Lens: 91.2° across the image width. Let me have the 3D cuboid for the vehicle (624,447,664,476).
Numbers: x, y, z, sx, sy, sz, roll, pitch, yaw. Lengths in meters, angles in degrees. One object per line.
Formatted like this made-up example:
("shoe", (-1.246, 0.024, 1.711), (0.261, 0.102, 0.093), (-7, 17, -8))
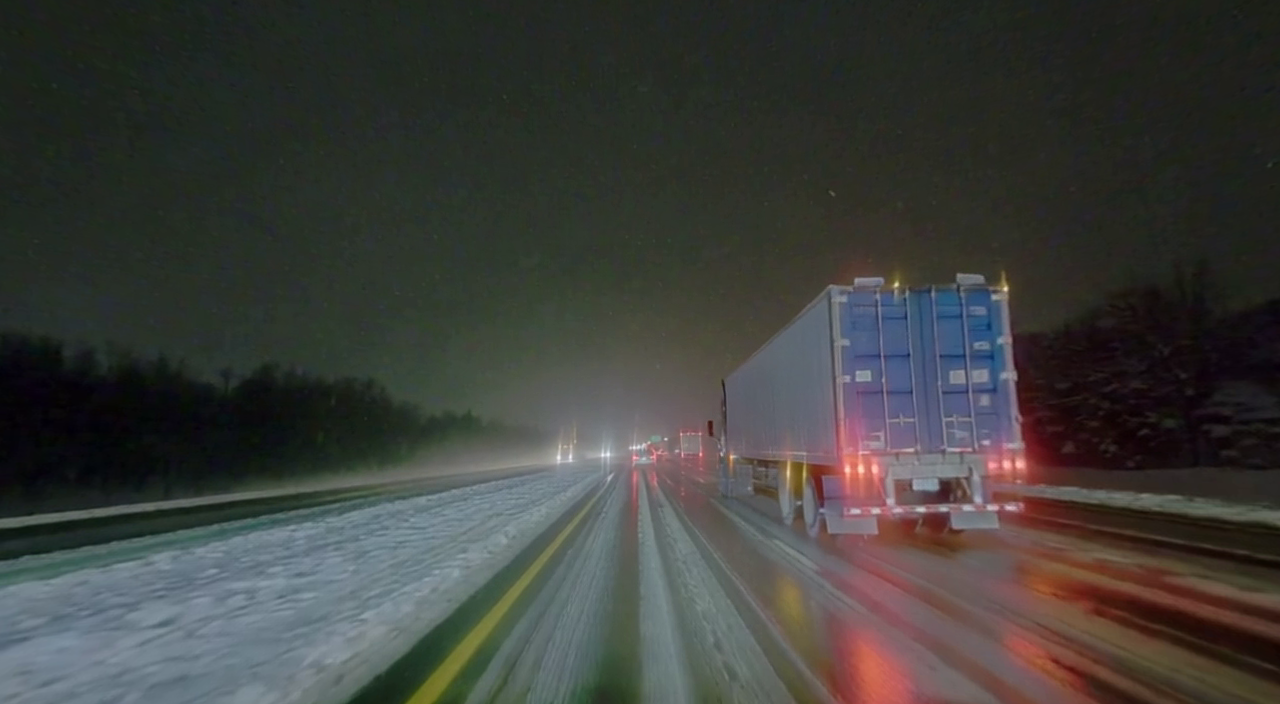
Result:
("vehicle", (0.197, 5.934, 34.253), (2.083, 1.473, 3.923), (0, -9, 0))
